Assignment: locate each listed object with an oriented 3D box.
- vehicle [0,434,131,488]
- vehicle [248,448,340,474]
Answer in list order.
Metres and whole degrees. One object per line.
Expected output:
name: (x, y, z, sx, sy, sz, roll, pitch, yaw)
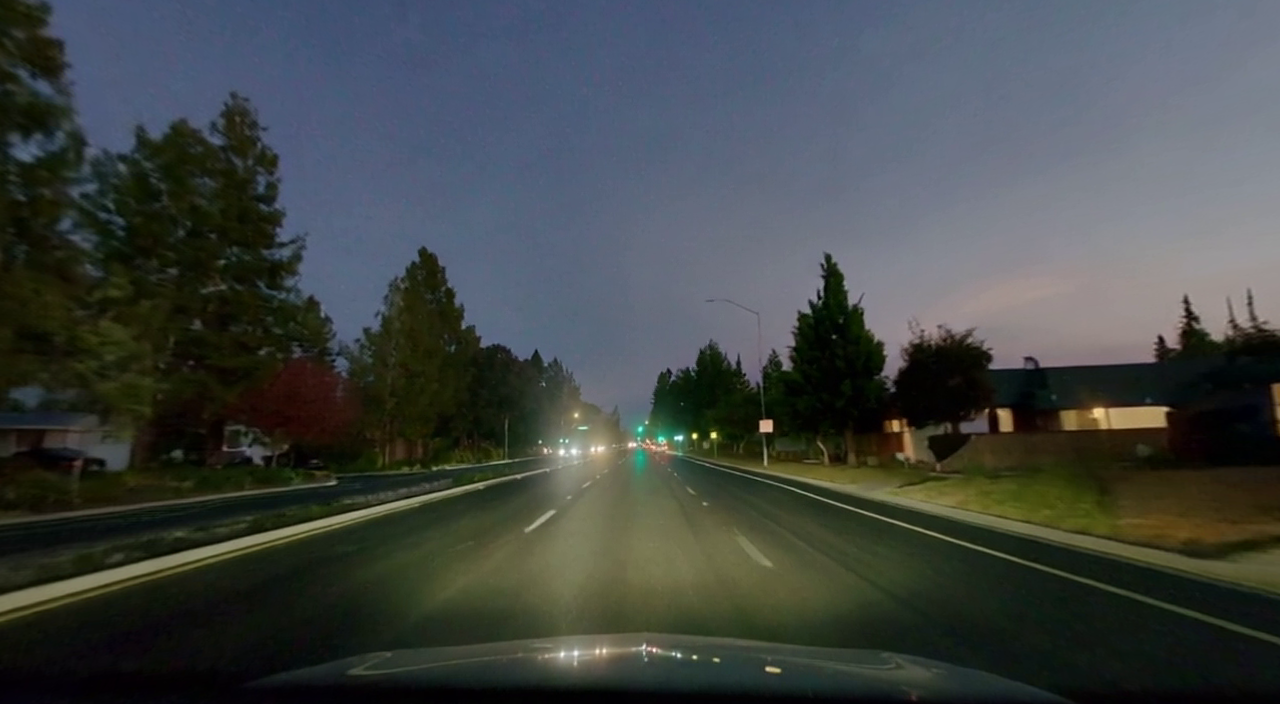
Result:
vehicle: (-24.495, 4.423, 25.654, 5.636, 1.965, 2.262, -2, -7, 1)
vehicle: (-21.294, 6.705, 38.961, 4.503, 1.529, 1.860, 1, -8, -7)
